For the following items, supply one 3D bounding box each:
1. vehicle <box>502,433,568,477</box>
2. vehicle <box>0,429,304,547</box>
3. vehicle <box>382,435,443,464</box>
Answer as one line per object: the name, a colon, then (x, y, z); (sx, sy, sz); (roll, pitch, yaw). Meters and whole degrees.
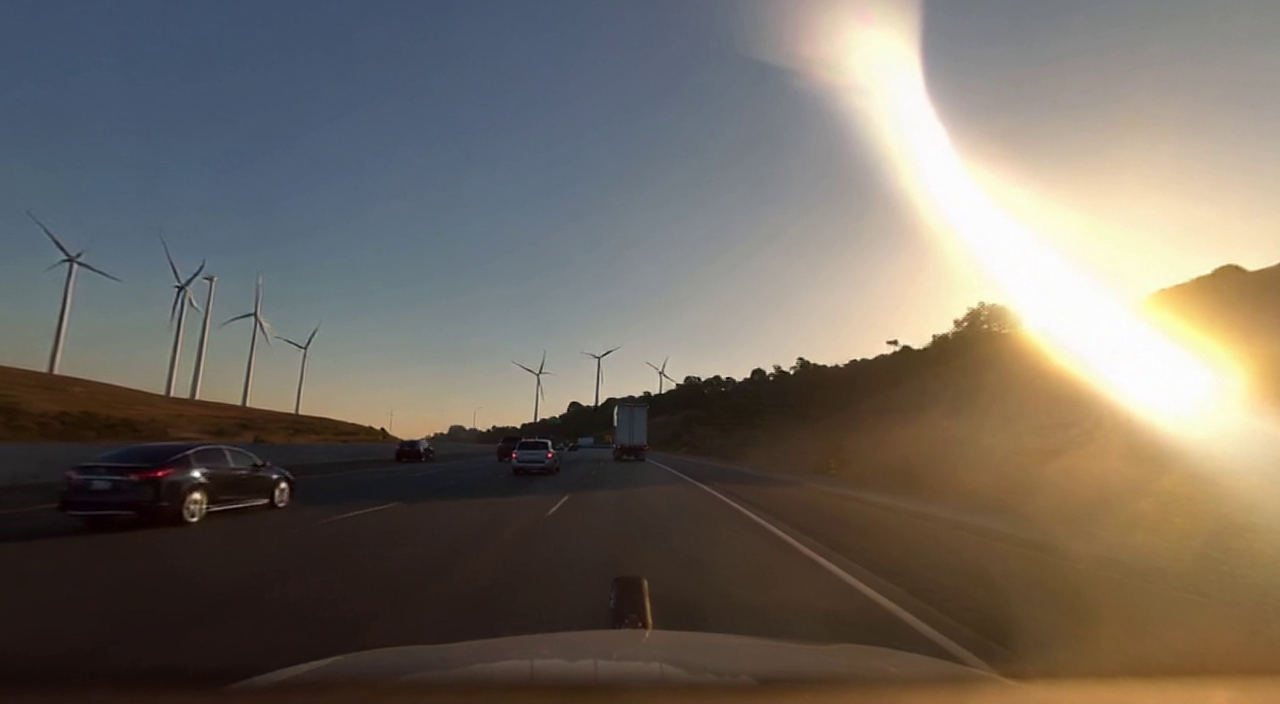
vehicle: (-4.304, 4.296, 26.357); (2.109, 1.684, 3.783); (0, -8, 0)
vehicle: (-7.980, 2.079, 10.383); (2.271, 1.488, 4.597); (0, -8, 0)
vehicle: (-15.489, 6.704, 43.184); (2.285, 1.835, 5.672); (0, -8, -2)
